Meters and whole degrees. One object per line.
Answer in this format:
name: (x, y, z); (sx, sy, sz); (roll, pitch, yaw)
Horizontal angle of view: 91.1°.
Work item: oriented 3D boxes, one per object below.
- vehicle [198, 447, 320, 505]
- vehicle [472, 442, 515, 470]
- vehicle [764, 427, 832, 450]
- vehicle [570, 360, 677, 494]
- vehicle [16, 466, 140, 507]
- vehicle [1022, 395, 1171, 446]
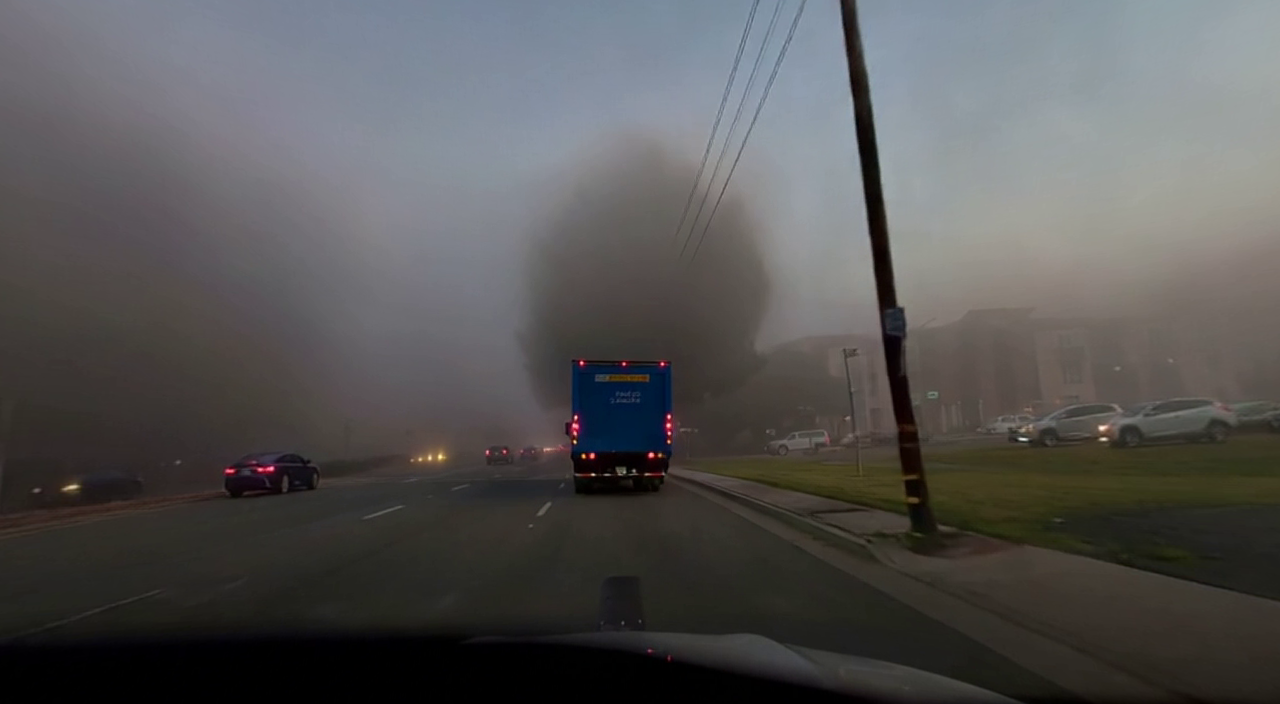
vehicle: (-12.359, 3.979, 20.760); (1.958, 1.672, 4.283); (1, -9, -10)
vehicle: (-9.823, 7.008, 42.417); (2.095, 1.759, 4.433); (0, -9, -3)
vehicle: (11.246, 6.194, 44.884); (4.321, 1.579, 1.823); (1, -9, -4)
vehicle: (-0.849, 2.687, 21.600); (2.905, 3.644, 8.807); (1, -9, -5)
vehicle: (-27.820, 6.634, 31.340); (2.033, 1.742, 4.692); (1, -9, -5)
vehicle: (17.849, 2.804, 24.913); (1.880, 1.804, 4.679); (1, -8, -9)
